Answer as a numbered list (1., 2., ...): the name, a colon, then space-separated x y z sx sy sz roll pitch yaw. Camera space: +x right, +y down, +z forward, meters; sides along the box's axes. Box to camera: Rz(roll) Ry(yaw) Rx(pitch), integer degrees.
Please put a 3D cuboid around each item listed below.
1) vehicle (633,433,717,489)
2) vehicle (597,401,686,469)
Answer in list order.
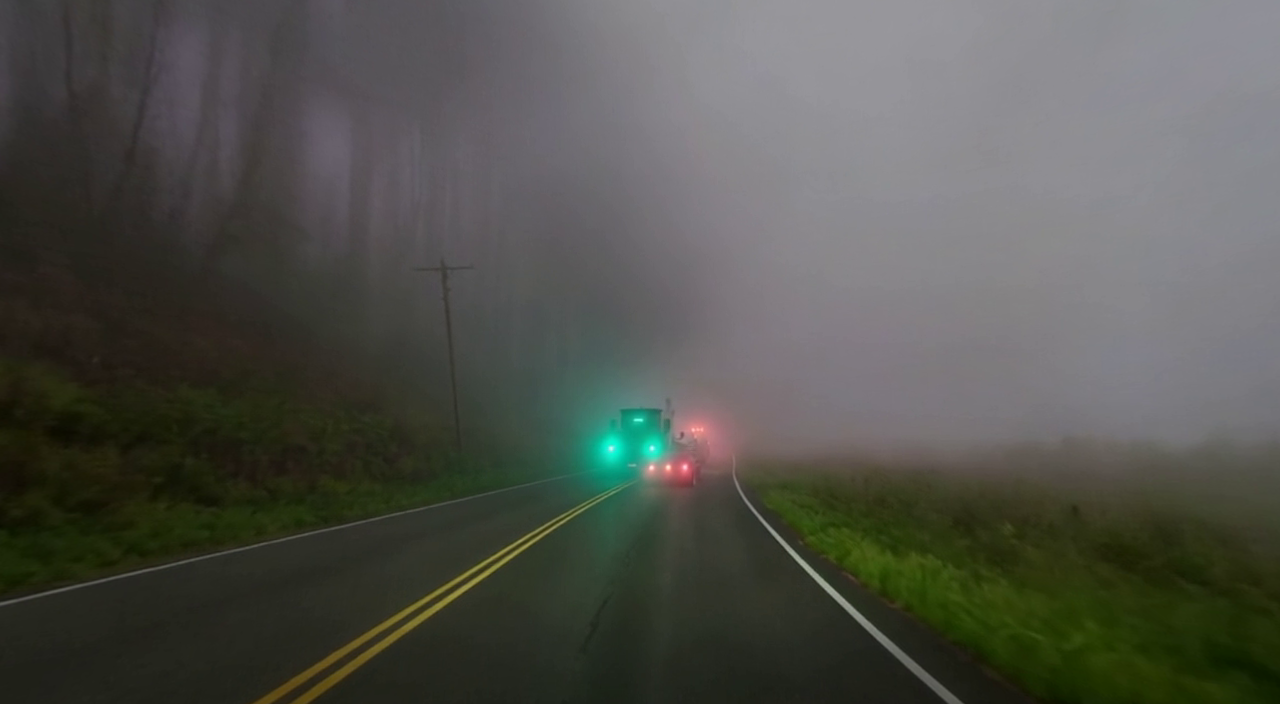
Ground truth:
1. vehicle: 1.097 3.208 18.853 2.196 1.465 4.294 -1 -8 5
2. vehicle: 0.312 6.023 44.674 4.788 4.368 6.529 -2 -11 14
